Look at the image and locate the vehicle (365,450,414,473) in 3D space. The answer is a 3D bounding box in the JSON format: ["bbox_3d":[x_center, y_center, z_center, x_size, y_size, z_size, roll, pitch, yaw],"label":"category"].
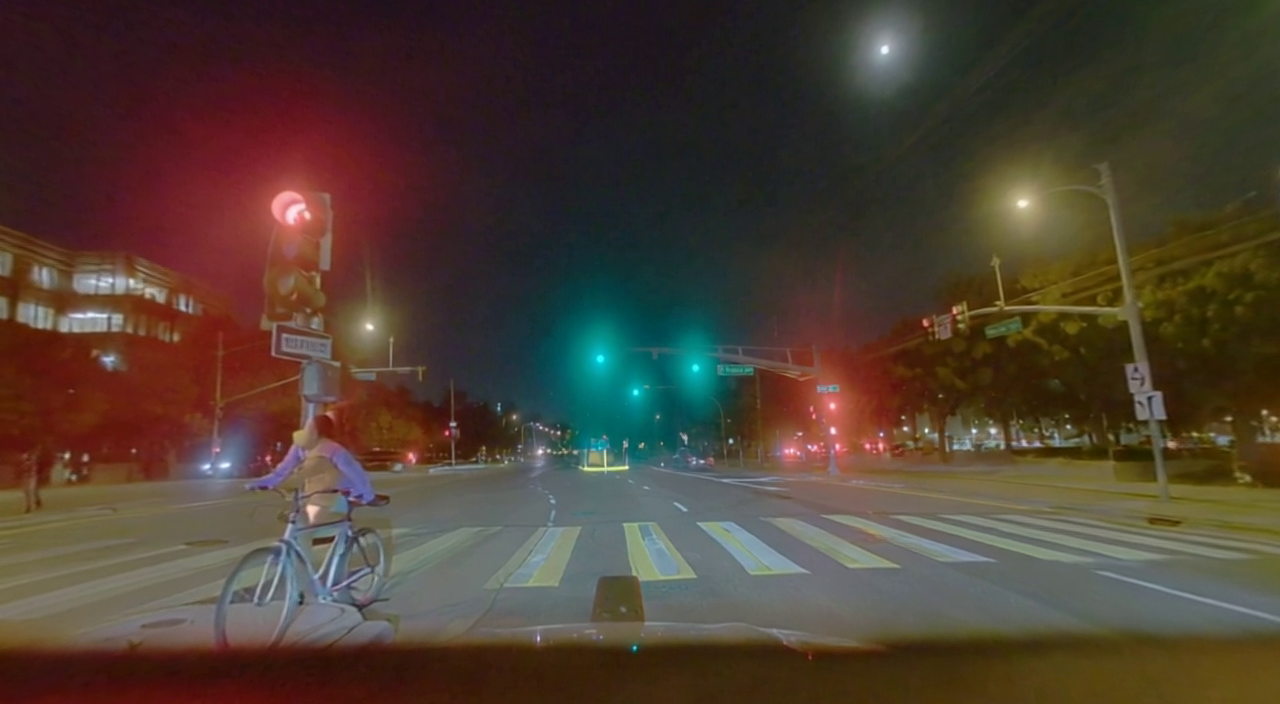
[{"bbox_3d":[-18.343,7.993,46.149,2.123,1.544,4.158,7,-11,-39],"label":"vehicle"}]

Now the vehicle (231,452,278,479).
[{"bbox_3d":[-28.804,8.398,47.116,2.199,1.838,4.222,6,-11,-40],"label":"vehicle"}]
